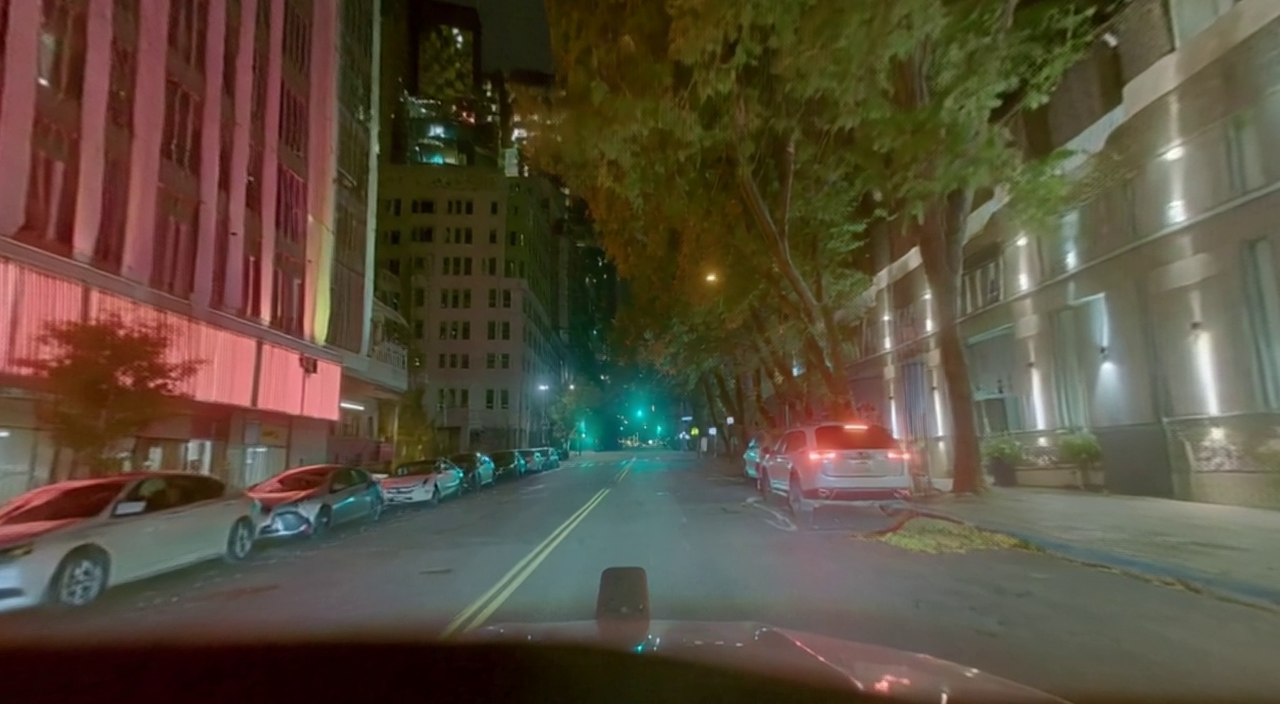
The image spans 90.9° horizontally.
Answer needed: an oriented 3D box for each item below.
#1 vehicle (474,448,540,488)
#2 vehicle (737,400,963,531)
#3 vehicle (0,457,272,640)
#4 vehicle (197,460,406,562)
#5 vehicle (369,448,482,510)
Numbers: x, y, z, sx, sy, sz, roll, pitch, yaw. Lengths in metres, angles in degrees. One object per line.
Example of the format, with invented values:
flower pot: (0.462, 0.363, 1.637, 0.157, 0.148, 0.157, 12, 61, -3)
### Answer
vehicle: (-6.329, 5.527, 30.565, 2.270, 1.539, 4.855, -5, -8, -2)
vehicle: (4.049, 2.375, 13.797, 2.568, 2.001, 5.999, -5, -8, -2)
vehicle: (-6.905, 2.239, 7.905, 1.944, 1.574, 4.717, -5, -8, -2)
vehicle: (-6.841, 3.187, 13.473, 1.889, 1.451, 5.013, -5, -8, -2)
vehicle: (-6.621, 3.919, 20.054, 2.110, 1.498, 4.555, -5, -8, -2)
